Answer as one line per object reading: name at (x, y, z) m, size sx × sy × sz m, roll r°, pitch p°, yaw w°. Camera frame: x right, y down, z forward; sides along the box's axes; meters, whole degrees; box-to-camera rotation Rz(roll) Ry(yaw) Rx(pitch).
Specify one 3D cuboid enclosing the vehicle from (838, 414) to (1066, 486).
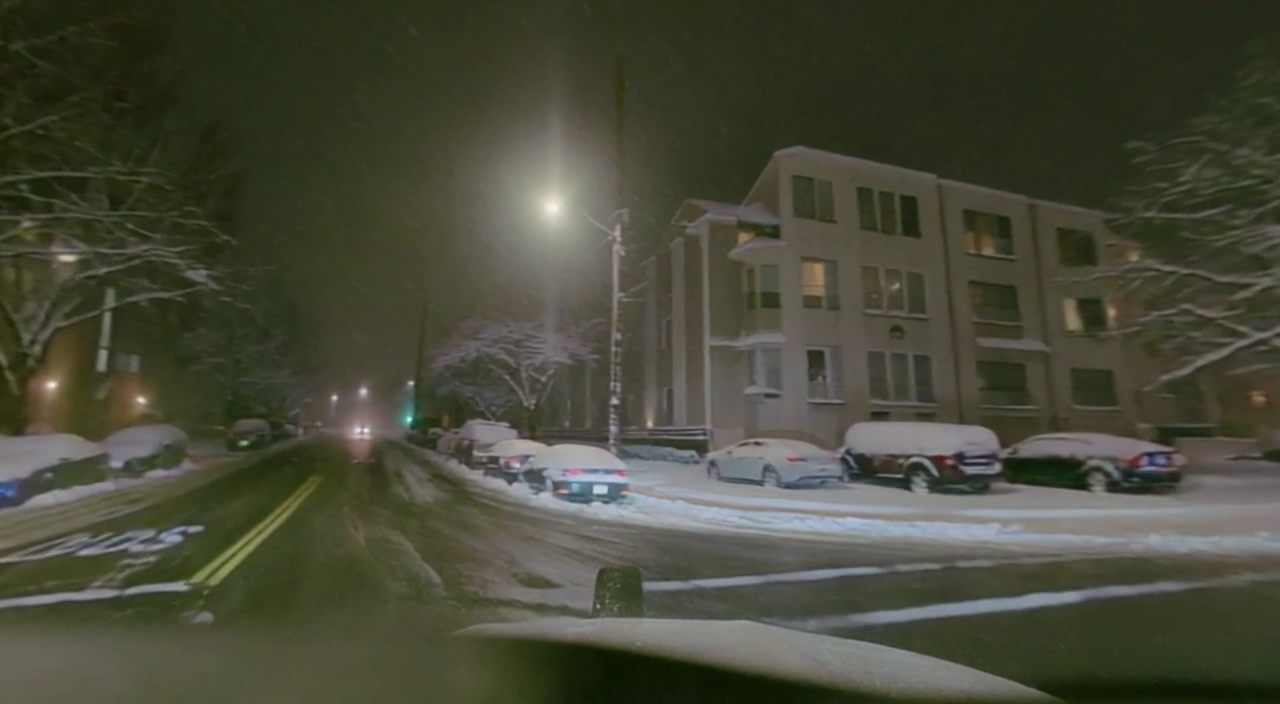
vehicle at (7.717, 2.407, 15.522) m, size 5.312 × 1.533 × 2.104 m, roll 4°, pitch -9°, yaw -25°

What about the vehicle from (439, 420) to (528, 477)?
vehicle at (-6.447, 3.860, 25.290) m, size 2.365 × 1.970 × 6.011 m, roll 4°, pitch -9°, yaw -24°

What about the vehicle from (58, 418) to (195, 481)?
vehicle at (-17.037, 3.298, 21.265) m, size 2.235 × 1.802 × 5.138 m, roll 1°, pitch -9°, yaw -24°

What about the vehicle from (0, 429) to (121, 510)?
vehicle at (-13.616, 2.558, 13.897) m, size 2.067 × 1.510 × 4.501 m, roll 2°, pitch -9°, yaw -23°

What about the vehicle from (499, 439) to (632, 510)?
vehicle at (-1.978, 2.820, 15.096) m, size 1.977 × 1.410 × 4.744 m, roll 3°, pitch -9°, yaw -22°

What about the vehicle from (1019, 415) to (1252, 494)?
vehicle at (11.085, 2.286, 14.148) m, size 4.413 × 1.549 × 1.918 m, roll 3°, pitch -9°, yaw -19°

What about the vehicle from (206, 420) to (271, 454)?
vehicle at (-24.225, 5.212, 38.188) m, size 2.384 × 1.781 × 5.492 m, roll 1°, pitch -9°, yaw -23°

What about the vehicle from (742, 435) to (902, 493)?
vehicle at (5.010, 3.041, 17.394) m, size 3.821 × 1.417 × 2.061 m, roll 4°, pitch -10°, yaw -26°
